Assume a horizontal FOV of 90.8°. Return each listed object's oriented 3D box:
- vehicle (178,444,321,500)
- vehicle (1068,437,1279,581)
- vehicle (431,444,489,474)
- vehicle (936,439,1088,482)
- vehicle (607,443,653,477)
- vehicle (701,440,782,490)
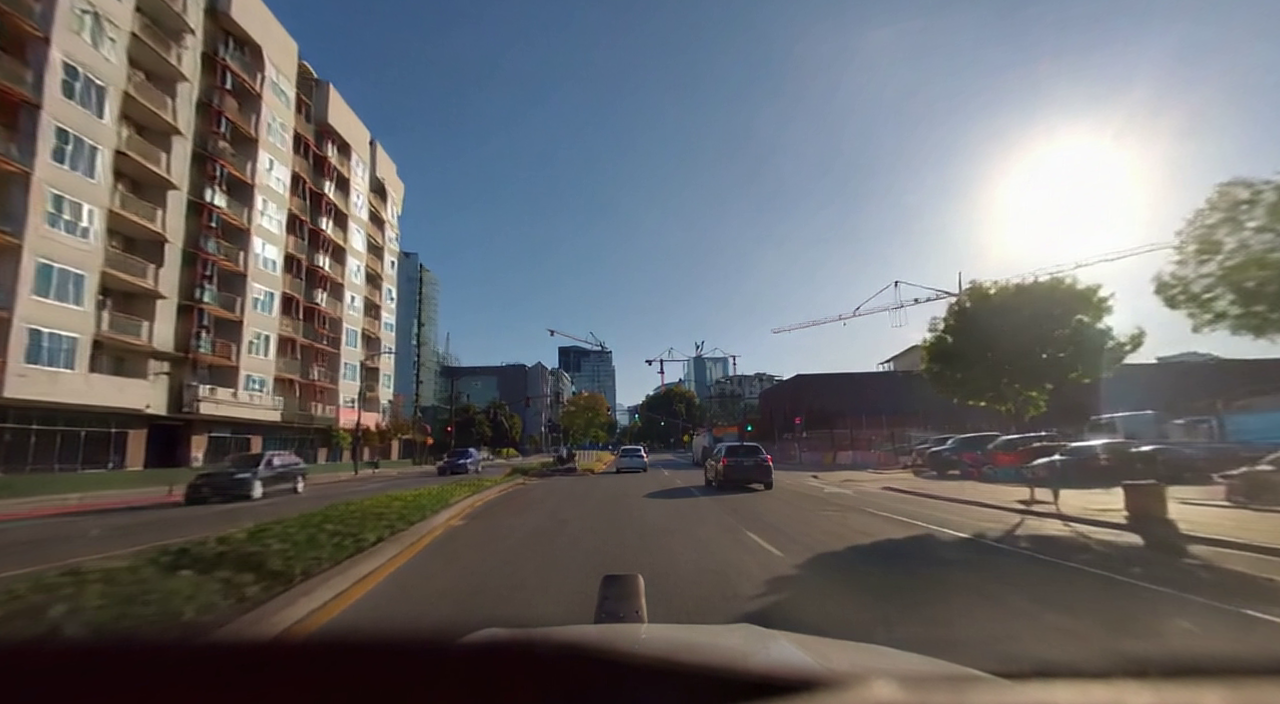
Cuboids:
[{"bbox_3d":[-13.061,4.007,21.558,1.929,1.686,4.547,-1,-9,1],"label":"vehicle"},{"bbox_3d":[7.459,1.700,7.160,1.893,1.455,4.571,0,-9,-2],"label":"vehicle"},{"bbox_3d":[-10.579,6.285,37.398,1.973,1.646,4.427,-1,-9,2],"label":"vehicle"},{"bbox_3d":[13.390,3.925,22.950,4.256,1.469,1.869,-1,-9,2],"label":"vehicle"},{"bbox_3d":[-0.470,5.044,29.680,2.006,1.487,3.535,0,-9,-1],"label":"vehicle"},{"bbox_3d":[3.242,3.700,21.027,1.910,1.474,4.003,0,-9,-2],"label":"vehicle"}]
